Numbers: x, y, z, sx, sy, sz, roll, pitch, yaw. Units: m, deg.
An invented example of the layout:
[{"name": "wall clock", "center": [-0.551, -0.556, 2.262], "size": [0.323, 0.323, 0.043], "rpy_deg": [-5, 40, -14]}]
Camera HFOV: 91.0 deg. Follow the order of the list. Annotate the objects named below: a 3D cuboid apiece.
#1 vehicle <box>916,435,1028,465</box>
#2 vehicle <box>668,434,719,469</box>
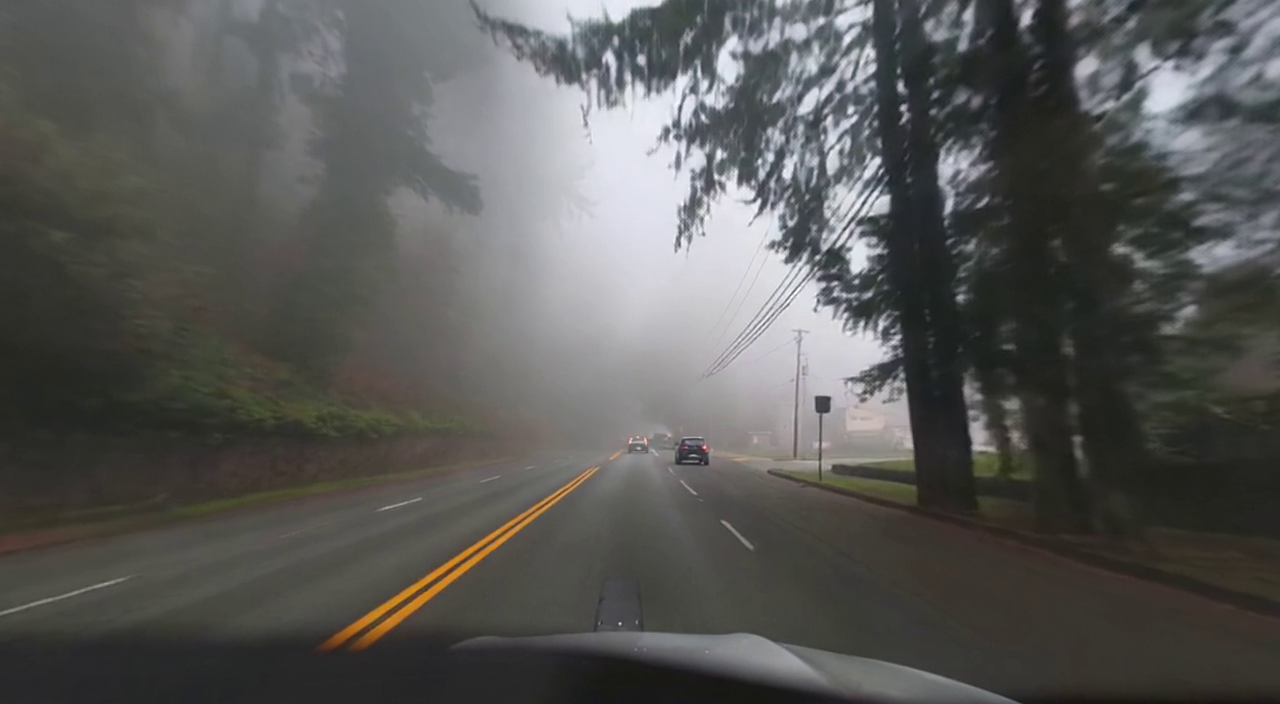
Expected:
[{"name": "vehicle", "center": [16.985, 5.023, 32.357], "size": [4.672, 1.463, 1.863], "rpy_deg": [0, -8, 1]}, {"name": "vehicle", "center": [2.351, 4.538, 28.775], "size": [1.975, 1.497, 3.647], "rpy_deg": [0, -8, -1]}]
